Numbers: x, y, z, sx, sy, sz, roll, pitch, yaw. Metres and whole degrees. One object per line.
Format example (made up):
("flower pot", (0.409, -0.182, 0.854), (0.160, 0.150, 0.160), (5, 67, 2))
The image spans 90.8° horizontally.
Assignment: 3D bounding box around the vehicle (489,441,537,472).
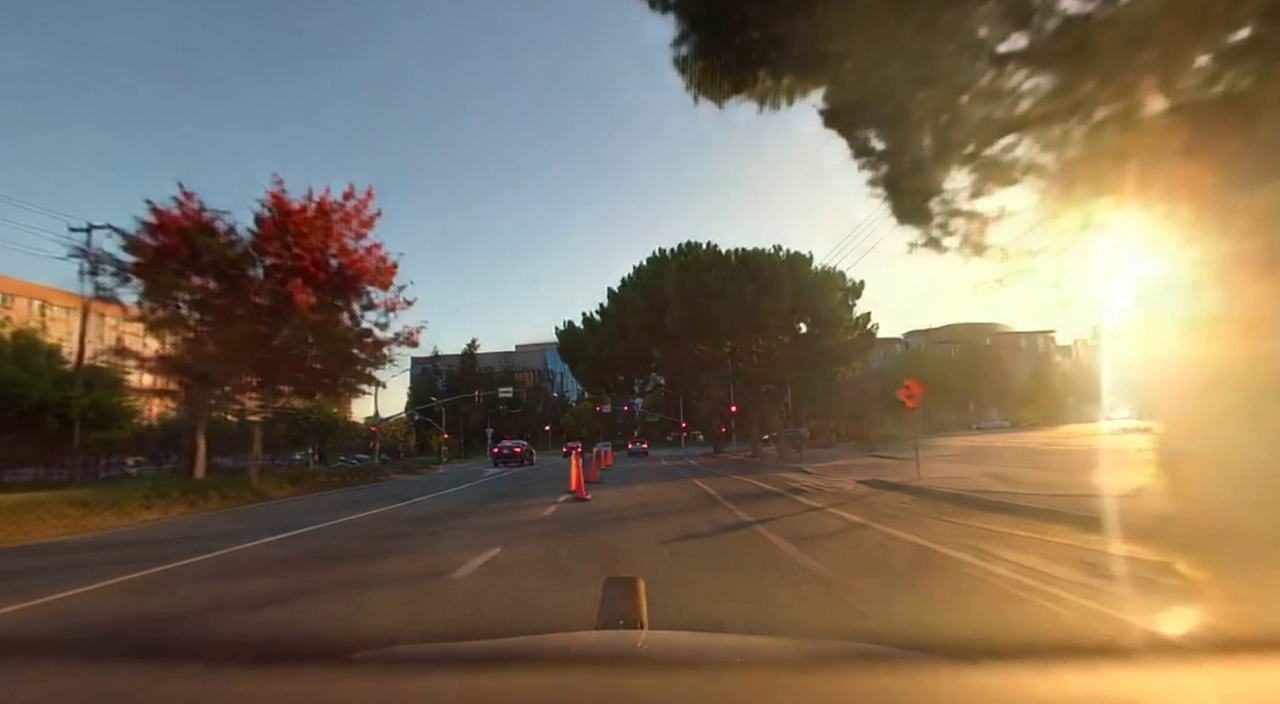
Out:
("vehicle", (-6.910, 5.717, 34.858), (1.869, 1.570, 4.064), (0, -8, -1))
